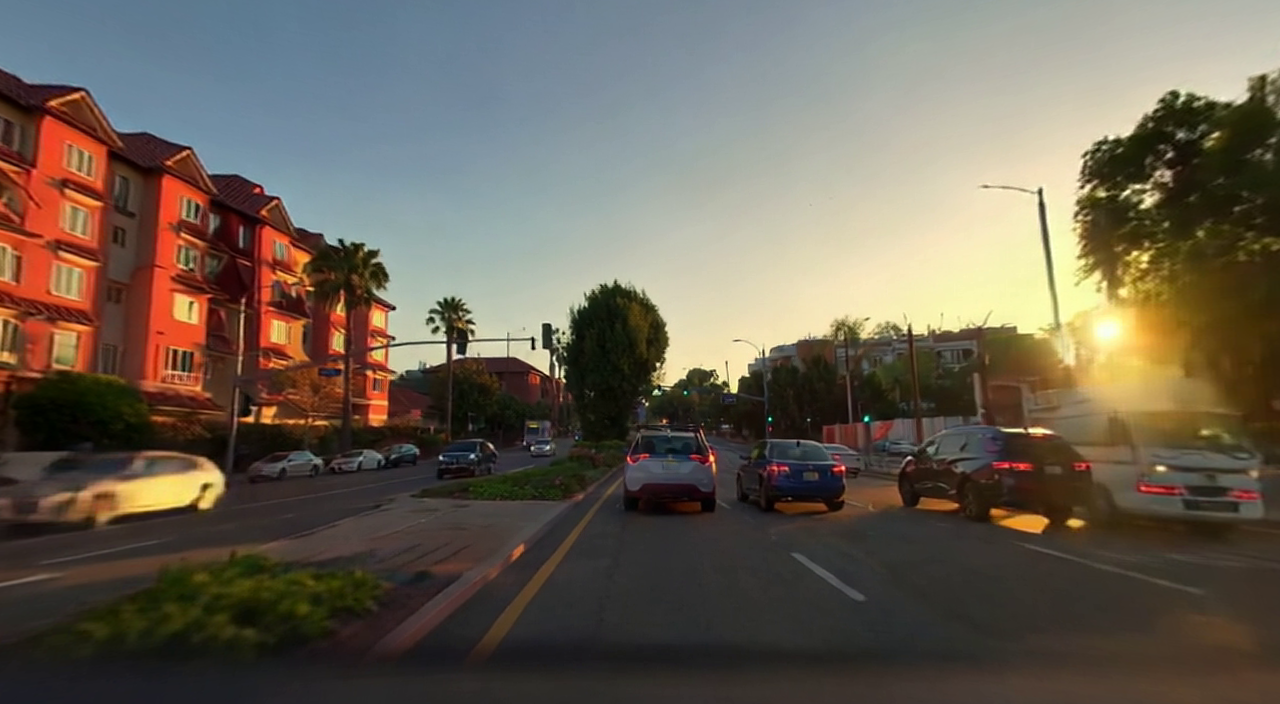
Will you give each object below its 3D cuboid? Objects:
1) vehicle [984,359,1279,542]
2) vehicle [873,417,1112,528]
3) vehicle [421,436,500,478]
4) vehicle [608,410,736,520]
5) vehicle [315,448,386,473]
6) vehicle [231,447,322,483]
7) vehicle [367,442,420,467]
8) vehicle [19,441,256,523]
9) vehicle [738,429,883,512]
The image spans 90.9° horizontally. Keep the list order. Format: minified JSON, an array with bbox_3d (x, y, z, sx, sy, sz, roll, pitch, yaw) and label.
[{"bbox_3d":[10.429,1.903,13.644,2.663,3.061,5.602,-2,-5,-1],"label":"vehicle"},{"bbox_3d":[7.313,2.566,14.018,2.215,1.973,5.323,0,-9,0],"label":"vehicle"},{"bbox_3d":[-8.003,4.740,28.603,2.050,1.725,4.677,-1,-9,2],"label":"vehicle"},{"bbox_3d":[0.649,2.614,15.058,2.487,2.115,5.444,0,-9,1],"label":"vehicle"},{"bbox_3d":[-18.440,6.932,40.465,2.070,1.499,4.851,-1,-9,3],"label":"vehicle"},{"bbox_3d":[-18.721,5.809,32.774,1.972,1.694,4.466,0,-9,1],"label":"vehicle"},{"bbox_3d":[-17.990,7.498,46.336,1.965,1.747,4.461,-1,-9,2],"label":"vehicle"},{"bbox_3d":[-11.872,3.056,15.435,2.134,1.699,4.342,0,-9,1],"label":"vehicle"},{"bbox_3d":[4.029,2.910,15.959,2.283,1.738,4.916,0,-9,0],"label":"vehicle"}]
